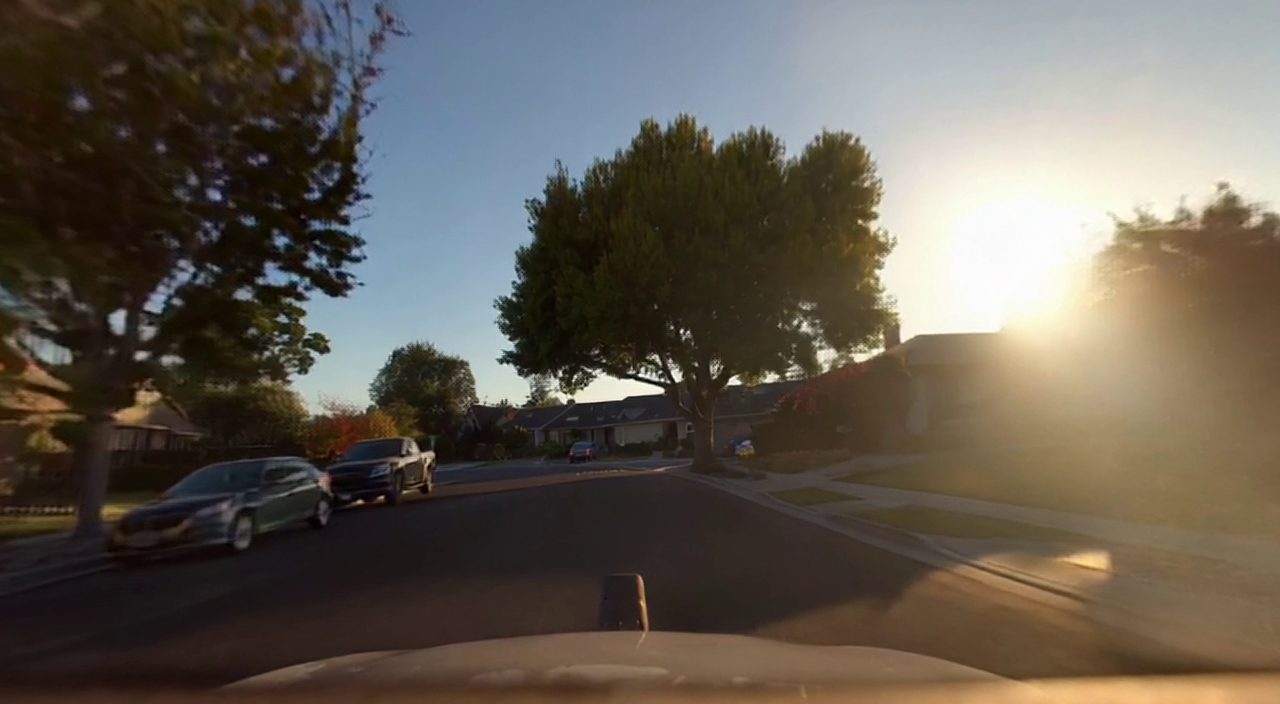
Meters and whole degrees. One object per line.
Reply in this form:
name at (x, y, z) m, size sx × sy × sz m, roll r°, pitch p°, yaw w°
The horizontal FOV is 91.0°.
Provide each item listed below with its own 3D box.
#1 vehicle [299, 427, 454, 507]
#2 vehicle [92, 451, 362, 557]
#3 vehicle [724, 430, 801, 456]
vehicle at (-7.315, 3.247, 18.336) m, size 2.338 × 1.925 × 5.725 m, roll 0°, pitch -8°, yaw -3°
vehicle at (-6.671, 2.439, 10.841) m, size 2.017 × 1.397 × 4.004 m, roll 0°, pitch -8°, yaw -2°
vehicle at (7.954, 5.892, 41.038) m, size 4.533 × 1.557 × 1.981 m, roll 2°, pitch -6°, yaw -13°
